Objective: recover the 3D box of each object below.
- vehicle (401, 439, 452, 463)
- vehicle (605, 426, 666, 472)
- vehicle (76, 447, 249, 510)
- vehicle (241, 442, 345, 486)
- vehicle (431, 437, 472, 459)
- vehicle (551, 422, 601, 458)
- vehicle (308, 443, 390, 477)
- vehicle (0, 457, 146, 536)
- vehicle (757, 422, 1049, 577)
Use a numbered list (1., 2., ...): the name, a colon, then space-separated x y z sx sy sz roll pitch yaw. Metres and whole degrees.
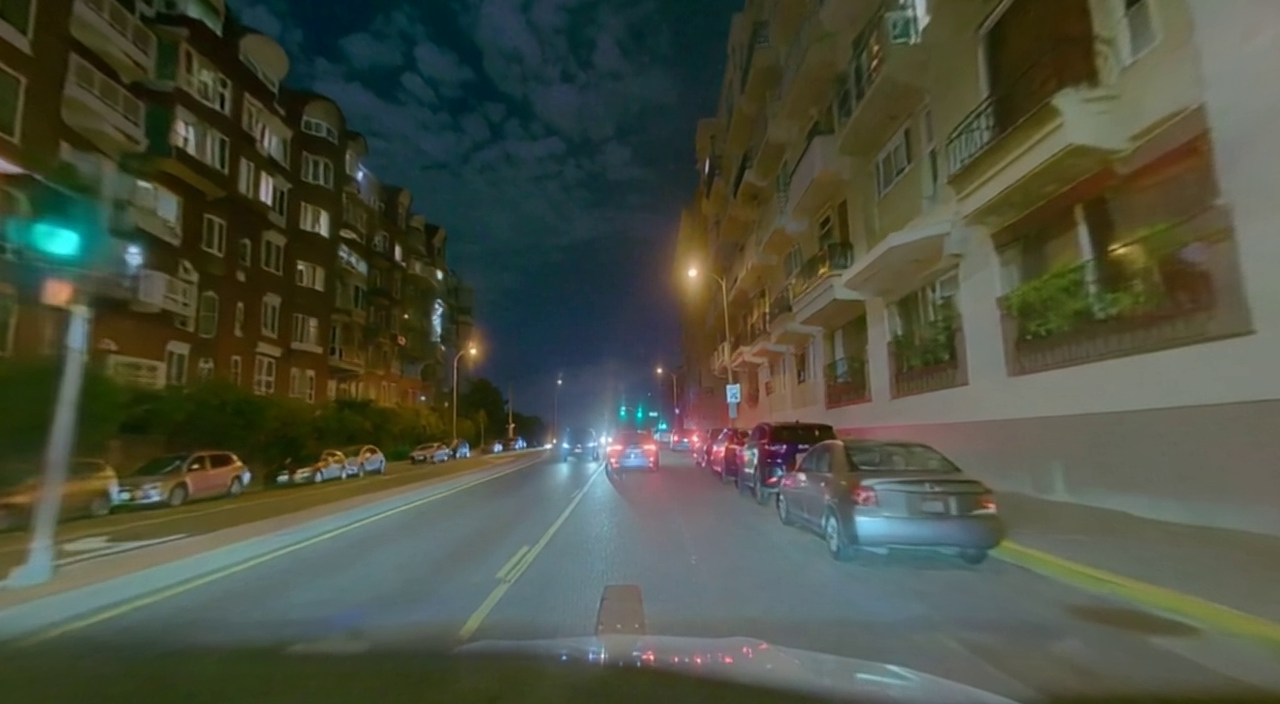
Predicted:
1. vehicle: -13.982 6.493 41.696 1.907 1.480 4.498 0 -8 -1
2. vehicle: -0.177 3.505 22.933 2.026 1.496 3.701 0 -8 -1
3. vehicle: -13.880 3.641 18.769 1.805 1.580 4.477 0 -8 -3
4. vehicle: -14.037 4.512 25.895 1.887 1.619 4.208 0 -8 -1
5. vehicle: -14.001 7.132 47.059 1.839 1.594 4.055 0 -8 -1
6. vehicle: -3.214 4.561 32.653 2.065 1.705 4.353 0 -8 1
7. vehicle: -13.902 5.138 30.434 1.837 1.470 4.263 0 -8 1
8. vehicle: -13.662 3.120 13.908 1.863 1.468 4.565 0 -8 0
9. vehicle: 2.956 1.743 8.389 1.874 1.468 4.550 0 -8 -1
